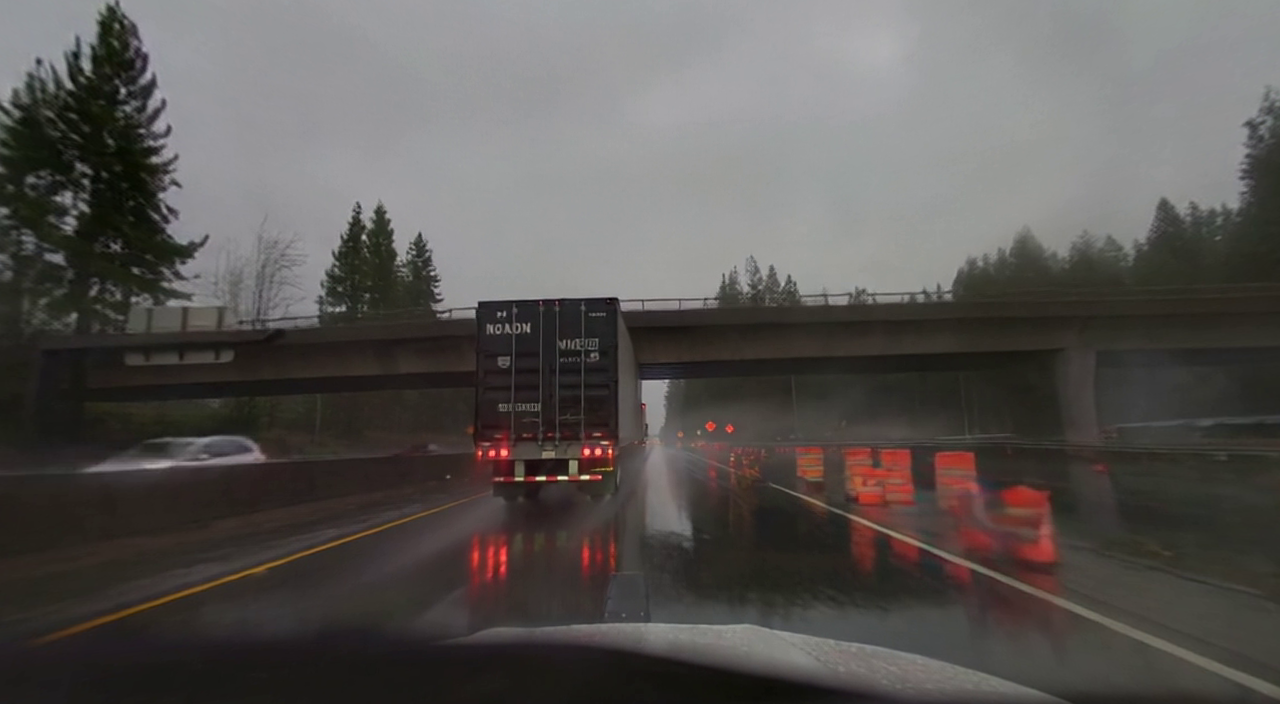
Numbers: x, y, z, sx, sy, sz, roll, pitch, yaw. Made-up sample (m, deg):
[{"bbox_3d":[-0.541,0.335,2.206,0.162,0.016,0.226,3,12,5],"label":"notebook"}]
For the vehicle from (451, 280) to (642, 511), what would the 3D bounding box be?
[{"bbox_3d":[-1.596,1.902,19.209,2.873,4.060,16.327,0,-8,2],"label":"vehicle"}]

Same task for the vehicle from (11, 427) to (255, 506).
[{"bbox_3d":[-12.385,2.815,15.980,2.199,1.693,4.664,0,-8,2],"label":"vehicle"}]
